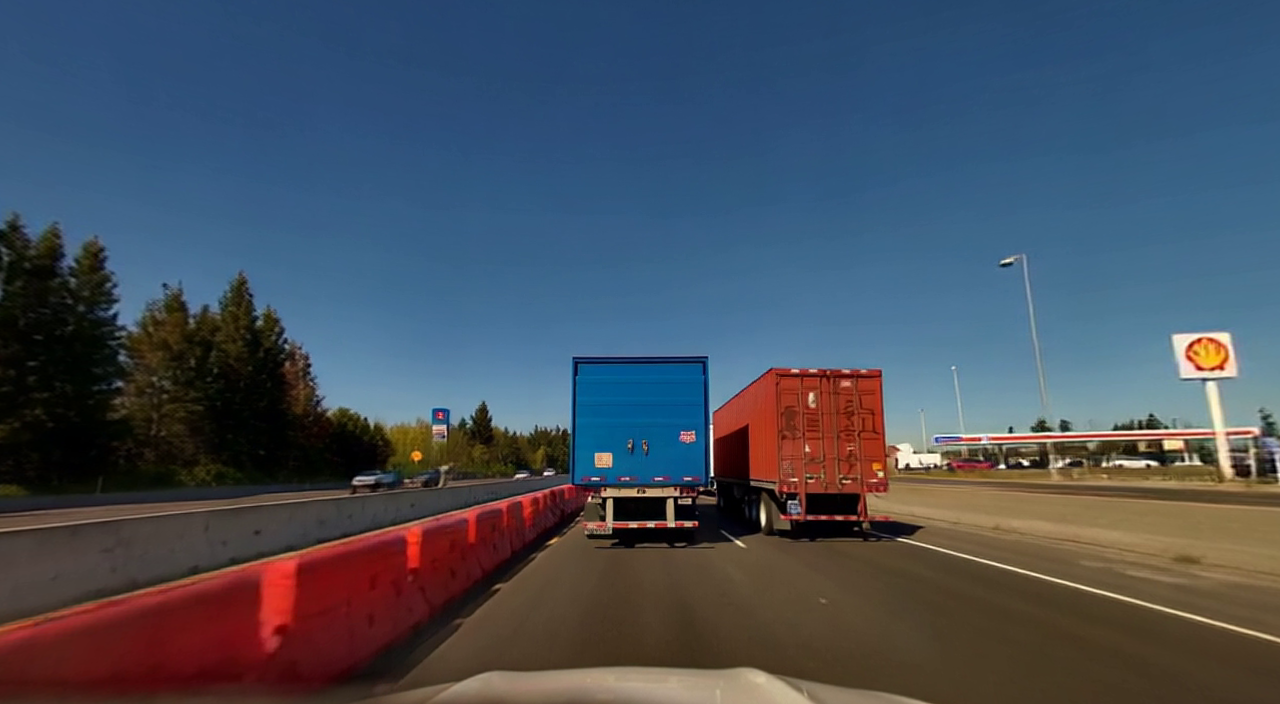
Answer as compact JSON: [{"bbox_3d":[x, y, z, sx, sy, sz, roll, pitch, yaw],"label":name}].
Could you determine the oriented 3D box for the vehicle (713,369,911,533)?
[{"bbox_3d":[4.426,3.074,19.000,2.936,3.640,9.443,1,-10,-2],"label":"vehicle"}]

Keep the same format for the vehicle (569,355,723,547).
[{"bbox_3d":[0.046,2.482,15.316,2.618,3.306,8.676,1,-10,-1],"label":"vehicle"}]

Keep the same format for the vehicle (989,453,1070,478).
[{"bbox_3d":[24.576,7.215,39.947,1.762,1.470,4.485,3,-11,-10],"label":"vehicle"}]

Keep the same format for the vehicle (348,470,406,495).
[{"bbox_3d":[-16.839,8.367,40.588,1.892,1.507,4.458,1,-10,-1],"label":"vehicle"}]

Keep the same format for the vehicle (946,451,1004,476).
[{"bbox_3d":[24.698,8.238,46.569,1.919,1.722,4.024,1,-10,-2],"label":"vehicle"}]

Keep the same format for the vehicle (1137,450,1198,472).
[{"bbox_3d":[37.024,7.659,44.200,4.315,1.469,1.823,7,-12,-31],"label":"vehicle"}]
